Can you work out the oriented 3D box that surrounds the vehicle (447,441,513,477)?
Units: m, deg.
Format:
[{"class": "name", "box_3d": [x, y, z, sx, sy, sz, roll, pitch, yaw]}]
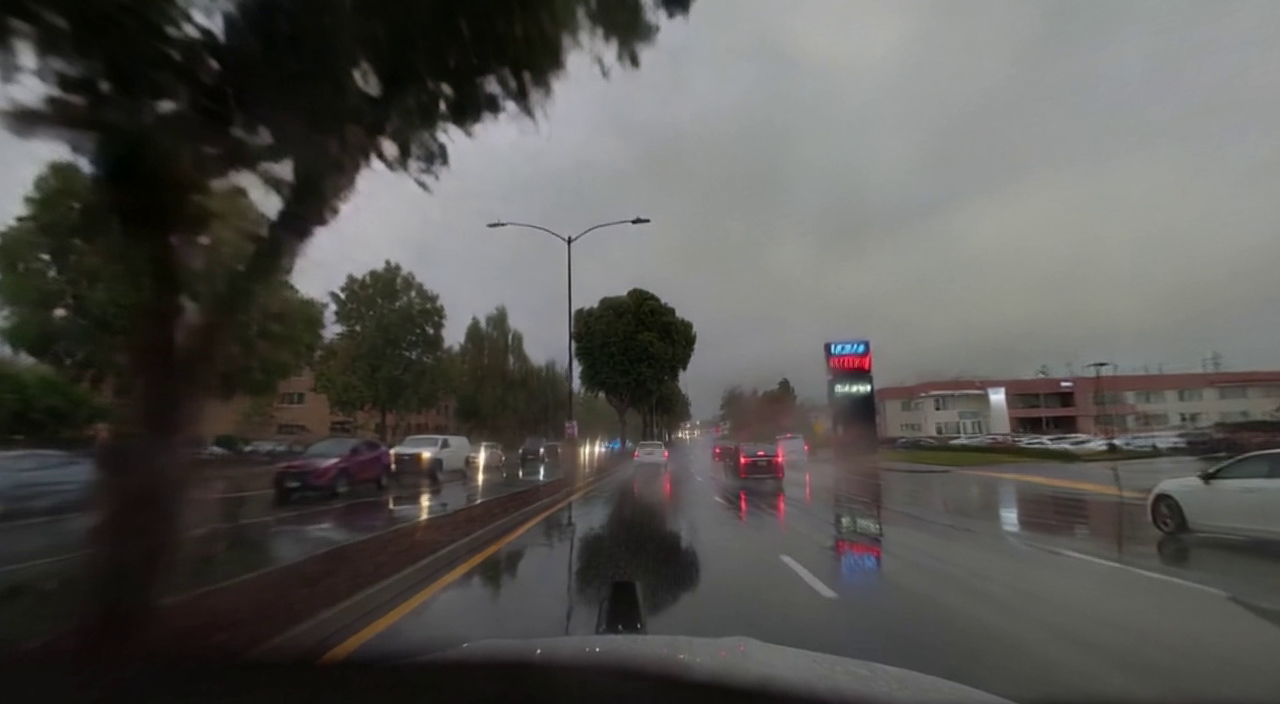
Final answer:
[{"class": "vehicle", "box_3d": [-7.993, 5.379, 32.121, 1.920, 1.590, 5.041, -3, -8, 2]}]

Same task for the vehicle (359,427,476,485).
[{"class": "vehicle", "box_3d": [-8.386, 3.987, 24.510, 2.460, 1.970, 5.271, 0, -9, 2]}]

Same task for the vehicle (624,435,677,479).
[{"class": "vehicle", "box_3d": [0.502, 4.468, 27.096, 2.101, 1.694, 3.979, 0, -9, 2]}]

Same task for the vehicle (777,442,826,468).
[{"class": "vehicle", "box_3d": [9.531, 6.102, 37.646, 1.860, 1.475, 4.488, 0, -9, 2]}]

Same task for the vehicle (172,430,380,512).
[{"class": "vehicle", "box_3d": [-8.692, 2.875, 15.785, 2.183, 1.706, 4.862, 0, -9, 1]}]

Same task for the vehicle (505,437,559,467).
[{"class": "vehicle", "box_3d": [-7.090, 6.657, 42.069, 2.218, 1.819, 5.732, -1, -9, 4]}]

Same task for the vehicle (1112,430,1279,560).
[{"class": "vehicle", "box_3d": [8.220, 1.646, 7.345, 1.909, 1.456, 4.569, 0, -9, 0]}]

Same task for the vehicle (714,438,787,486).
[{"class": "vehicle", "box_3d": [3.725, 3.764, 21.893, 1.852, 1.498, 3.825, 0, -9, 0]}]
